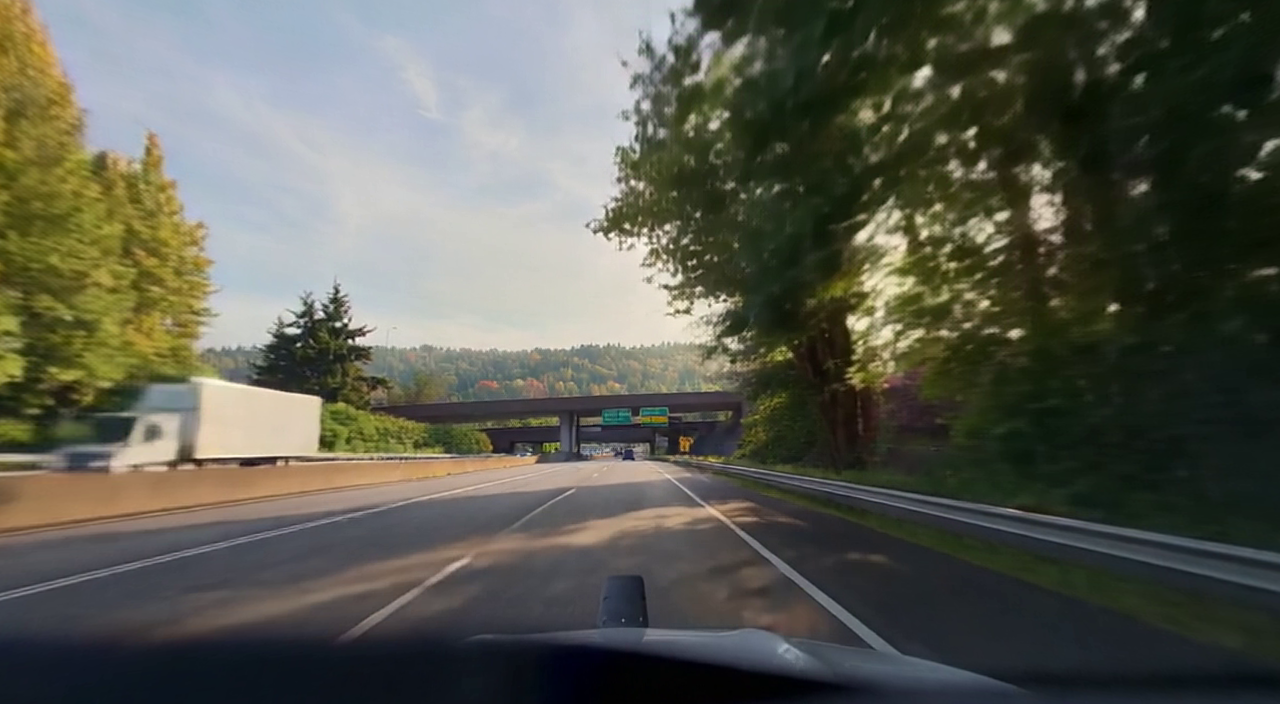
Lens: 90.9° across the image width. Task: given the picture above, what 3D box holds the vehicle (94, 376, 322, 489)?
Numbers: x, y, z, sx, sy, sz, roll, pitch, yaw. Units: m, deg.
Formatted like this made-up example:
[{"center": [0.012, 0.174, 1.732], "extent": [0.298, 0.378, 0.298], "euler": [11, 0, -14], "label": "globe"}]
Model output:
[{"center": [-16.508, 3.320, 25.210], "extent": [3.181, 3.724, 8.274], "euler": [0, -9, 0], "label": "vehicle"}]
